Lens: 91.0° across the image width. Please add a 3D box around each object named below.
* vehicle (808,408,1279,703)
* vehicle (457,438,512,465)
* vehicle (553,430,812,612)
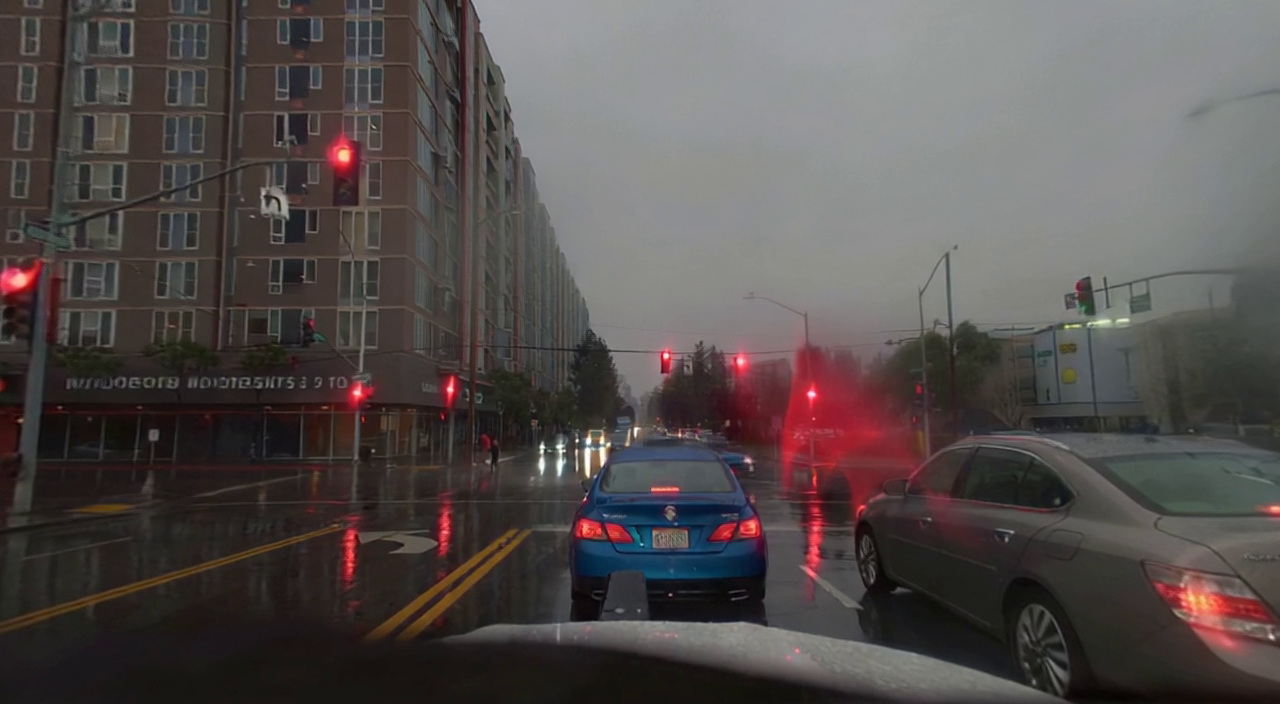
[{"bbox_3d":[2.806,1.284,4.553,1.961,1.498,4.356,0,-8,0],"label":"vehicle"},{"bbox_3d":[-9.849,6.340,40.261,2.030,1.596,3.912,-1,-9,8],"label":"vehicle"},{"bbox_3d":[0.273,1.693,7.285,2.132,1.464,4.089,0,-8,-2],"label":"vehicle"}]
